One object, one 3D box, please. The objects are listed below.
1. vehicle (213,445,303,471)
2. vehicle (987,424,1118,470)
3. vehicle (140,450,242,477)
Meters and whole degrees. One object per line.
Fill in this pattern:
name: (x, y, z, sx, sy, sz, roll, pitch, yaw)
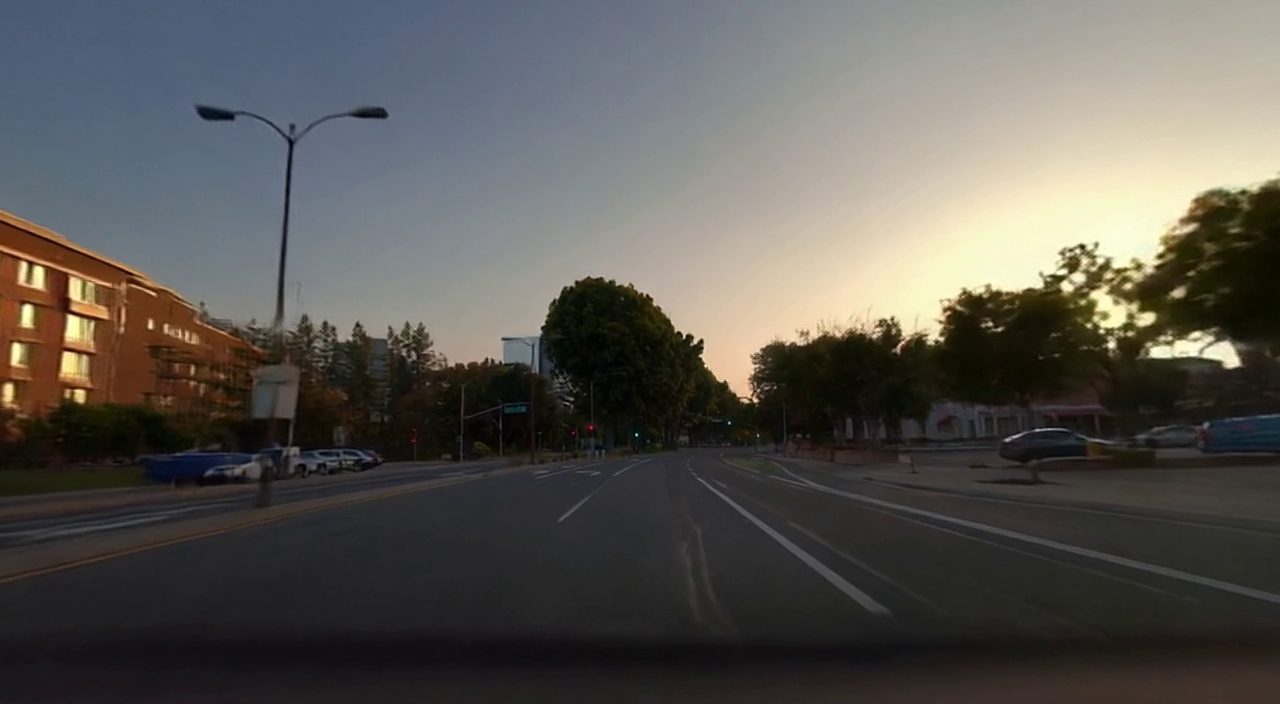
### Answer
vehicle: (-28.039, 7.796, 46.529, 5.248, 1.758, 2.122, -1, -8, -2)
vehicle: (19.331, 4.493, 29.913, 2.074, 1.959, 4.793, 3, -9, -19)
vehicle: (-28.852, 7.168, 40.721, 4.913, 1.677, 2.032, 0, -9, -1)
